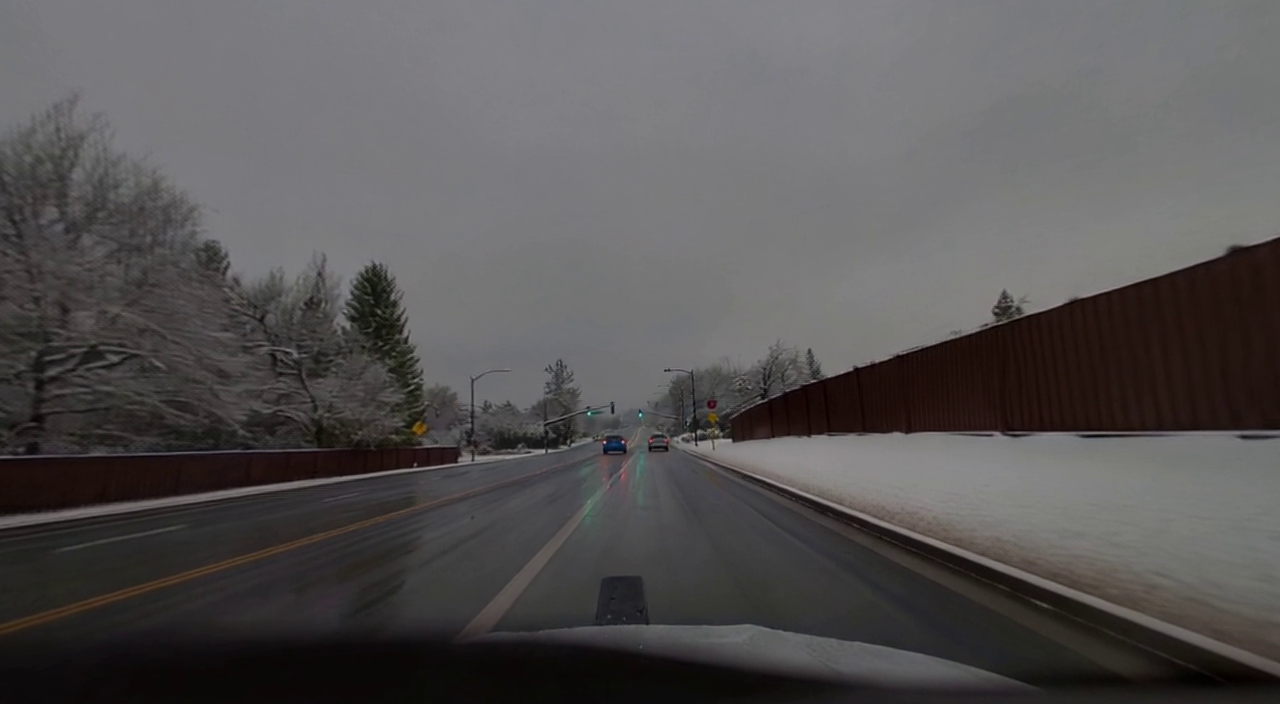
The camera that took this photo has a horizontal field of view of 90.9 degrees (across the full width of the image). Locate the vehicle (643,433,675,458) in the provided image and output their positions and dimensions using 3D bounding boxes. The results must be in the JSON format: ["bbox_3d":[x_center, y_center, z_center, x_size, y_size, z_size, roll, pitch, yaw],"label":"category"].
[{"bbox_3d":[1.320,6.668,44.956,2.127,1.665,3.993,0,-8,1],"label":"vehicle"}]
